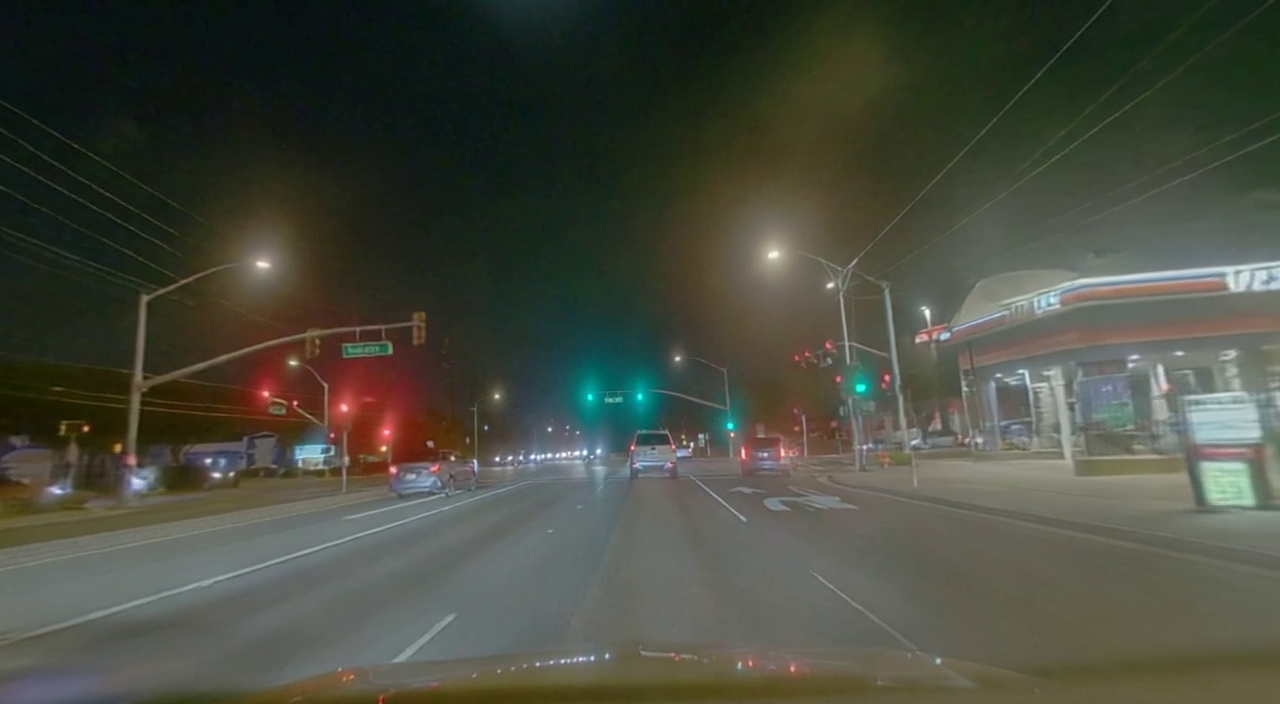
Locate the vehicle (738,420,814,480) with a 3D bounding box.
[{"bbox_3d":[5.788,4.037,26.193,2.452,2.148,5.877,-3,-9,18],"label":"vehicle"}]

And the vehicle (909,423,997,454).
[{"bbox_3d":[18.756,5.193,37.866,4.386,1.760,2.228,3,-9,-20],"label":"vehicle"}]

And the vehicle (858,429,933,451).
[{"bbox_3d":[17.857,6.188,44.252,4.430,1.480,1.923,0,-9,-1],"label":"vehicle"}]

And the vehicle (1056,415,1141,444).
[{"bbox_3d":[34.506,5.878,47.527,4.819,1.562,1.877,-6,-8,-2],"label":"vehicle"}]

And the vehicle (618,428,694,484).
[{"bbox_3d":[0.524,3.893,23.801,2.513,1.854,5.235,0,-8,0],"label":"vehicle"}]

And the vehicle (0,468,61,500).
[{"bbox_3d":[-37.753,7.824,37.426,4.839,1.742,1.993,0,-8,2],"label":"vehicle"}]

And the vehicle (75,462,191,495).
[{"bbox_3d":[-29.747,7.422,37.092,4.890,1.806,2.205,0,-8,2],"label":"vehicle"}]

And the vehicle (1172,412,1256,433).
[{"bbox_3d":[43.703,5.363,48.060,4.379,1.492,1.995,0,-9,0],"label":"vehicle"}]

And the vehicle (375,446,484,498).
[{"bbox_3d":[-6.577,3.767,20.311,1.966,1.461,4.422,0,-9,0],"label":"vehicle"}]
